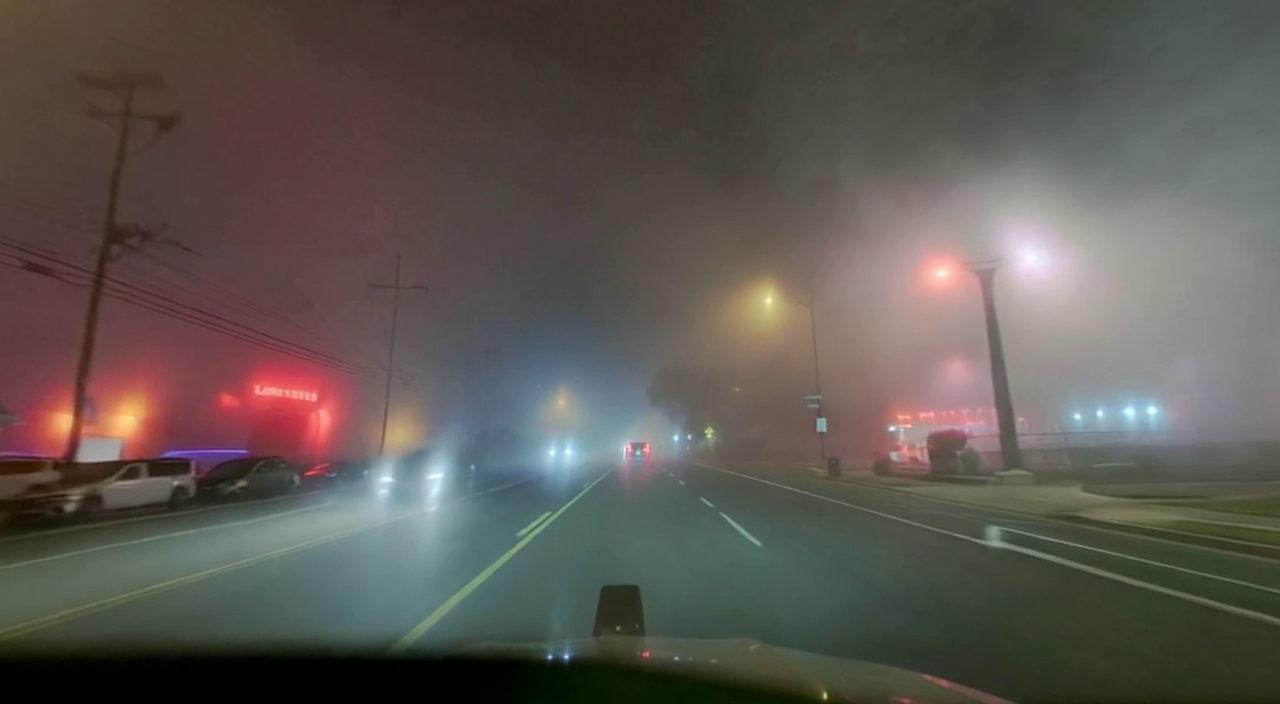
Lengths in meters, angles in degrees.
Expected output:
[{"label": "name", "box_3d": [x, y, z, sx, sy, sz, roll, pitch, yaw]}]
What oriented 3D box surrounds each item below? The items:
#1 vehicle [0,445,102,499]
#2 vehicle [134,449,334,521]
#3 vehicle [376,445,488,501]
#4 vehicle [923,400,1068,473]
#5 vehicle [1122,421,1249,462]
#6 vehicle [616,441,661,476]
[{"label": "vehicle", "box_3d": [-20.787, 3.963, 21.146, 1.911, 1.663, 4.115, 0, -8, -1]}, {"label": "vehicle", "box_3d": [-9.792, 3.195, 15.837, 1.888, 1.465, 4.701, 0, -8, 0]}, {"label": "vehicle", "box_3d": [-6.162, 3.608, 19.327, 1.923, 1.472, 4.342, 0, -8, 0]}, {"label": "vehicle", "box_3d": [13.987, 3.440, 25.488, 2.449, 2.564, 5.877, 0, -8, 1]}, {"label": "vehicle", "box_3d": [27.742, 4.587, 32.407, 2.024, 1.827, 4.995, -3, -8, 1]}, {"label": "vehicle", "box_3d": [-0.058, 5.249, 31.426, 2.067, 1.547, 4.513, 0, -8, 0]}]
